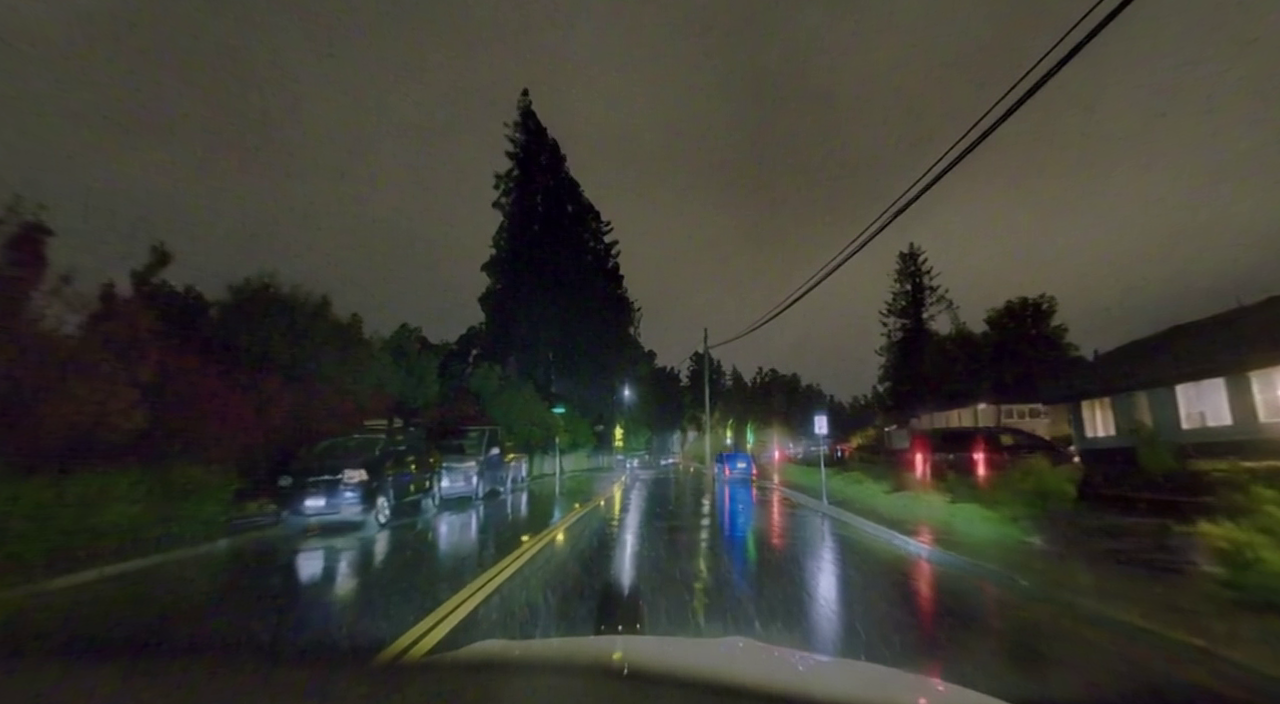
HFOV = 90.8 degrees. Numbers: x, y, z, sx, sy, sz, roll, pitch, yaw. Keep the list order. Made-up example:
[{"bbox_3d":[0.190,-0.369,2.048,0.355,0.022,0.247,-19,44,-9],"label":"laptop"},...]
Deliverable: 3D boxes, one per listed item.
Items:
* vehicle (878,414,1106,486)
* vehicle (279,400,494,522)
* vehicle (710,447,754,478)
[{"bbox_3d":[10.096,2.897,18.607,5.325,1.939,2.150,-2,-9,9],"label":"vehicle"},{"bbox_3d":[-5.634,2.924,15.385,2.334,2.126,6.444,-5,-15,2],"label":"vehicle"},{"bbox_3d":[4.673,5.497,31.625,1.948,1.408,4.345,-2,-9,11],"label":"vehicle"}]
